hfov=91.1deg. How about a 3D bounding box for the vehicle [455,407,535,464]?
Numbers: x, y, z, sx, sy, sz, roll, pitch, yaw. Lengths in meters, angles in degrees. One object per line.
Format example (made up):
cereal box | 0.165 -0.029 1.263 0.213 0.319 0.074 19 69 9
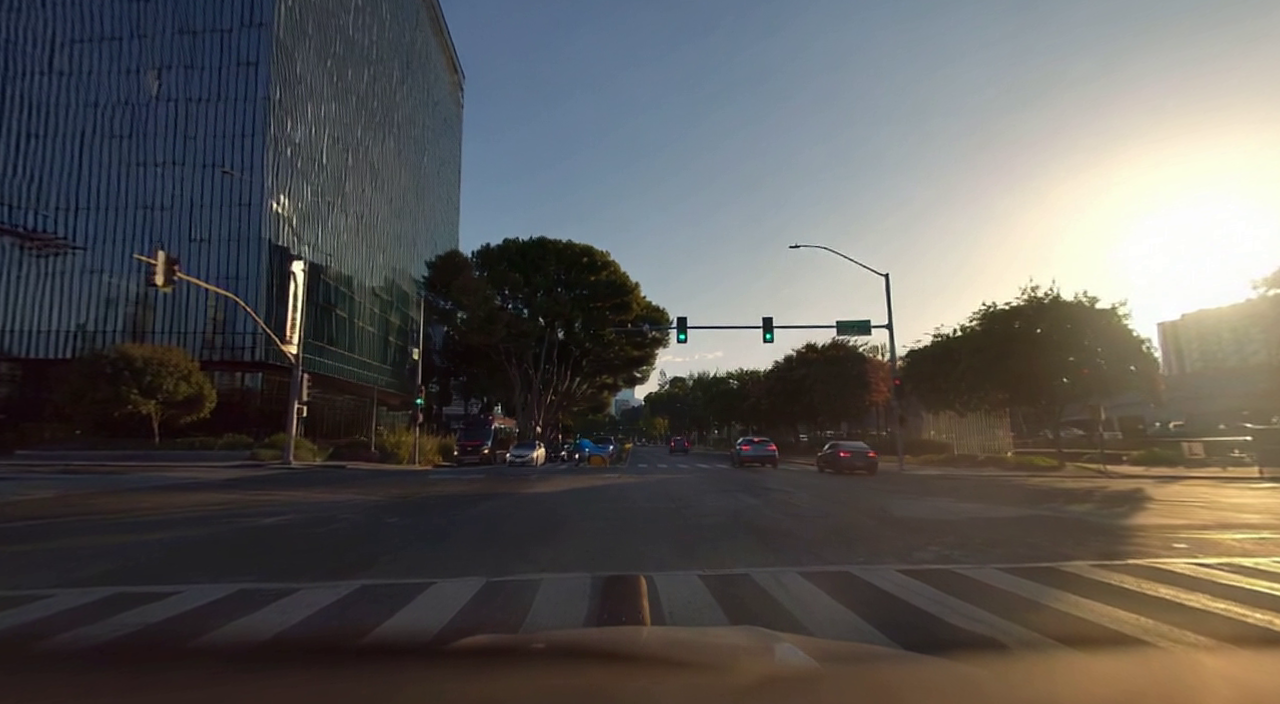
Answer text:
vehicle | -9.213 5.411 40.889 3.191 3.314 7.914 0 -7 1

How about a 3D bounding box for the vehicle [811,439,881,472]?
vehicle | 9.964 5.035 30.793 1.896 1.463 4.296 0 -8 -1

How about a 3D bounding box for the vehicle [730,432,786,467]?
vehicle | 6.343 5.327 34.379 2.098 1.723 4.881 0 -8 0

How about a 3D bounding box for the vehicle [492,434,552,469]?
vehicle | -6.052 5.178 32.664 2.182 1.677 4.384 0 -9 1

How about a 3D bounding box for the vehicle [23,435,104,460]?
vehicle | -35.491 5.919 38.771 1.628 1.448 3.621 0 -9 -2

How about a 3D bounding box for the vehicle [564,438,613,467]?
vehicle | -2.738 5.485 34.513 2.147 1.481 4.331 0 -8 3
